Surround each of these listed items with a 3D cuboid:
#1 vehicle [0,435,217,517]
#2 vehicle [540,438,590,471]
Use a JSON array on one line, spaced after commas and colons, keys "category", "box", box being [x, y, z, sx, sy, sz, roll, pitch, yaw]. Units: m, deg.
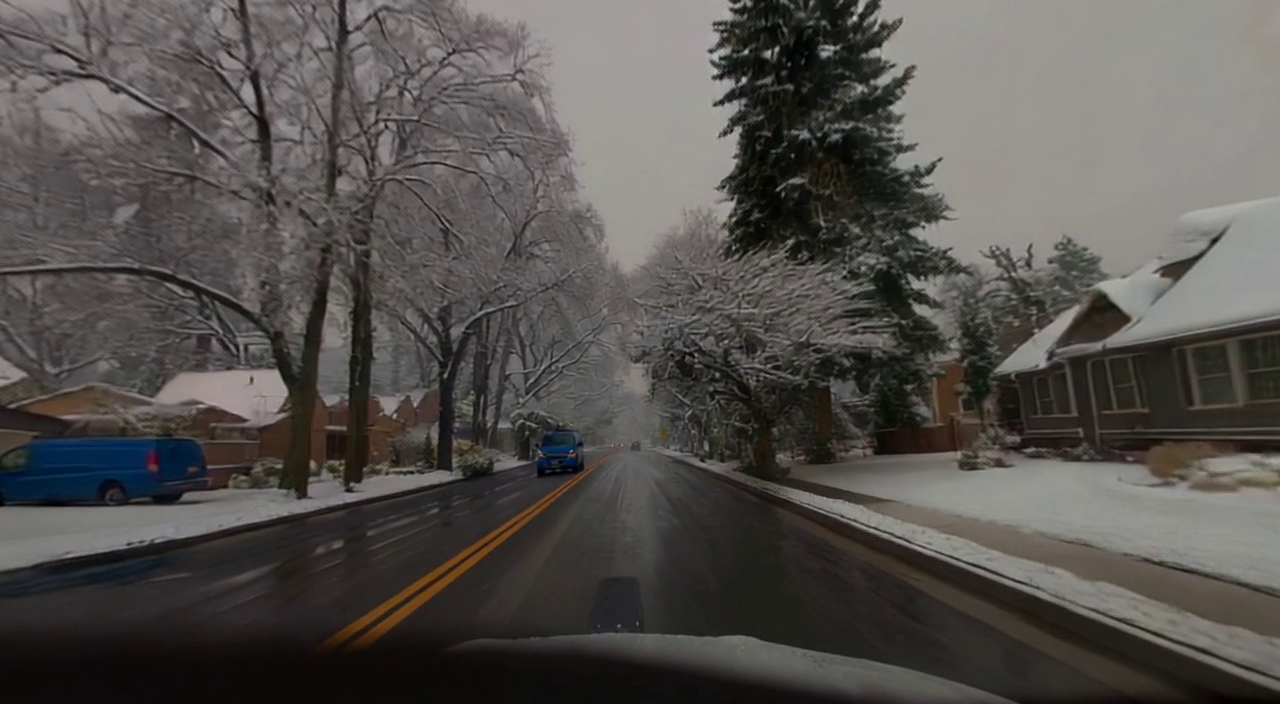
[{"category": "vehicle", "box": [-14.444, 3.175, 16.710, 2.145, 1.839, 4.837, -6, -10, 33]}, {"category": "vehicle", "box": [-4.397, 6.154, 38.021, 2.303, 1.813, 5.660, 0, -8, 0]}]
